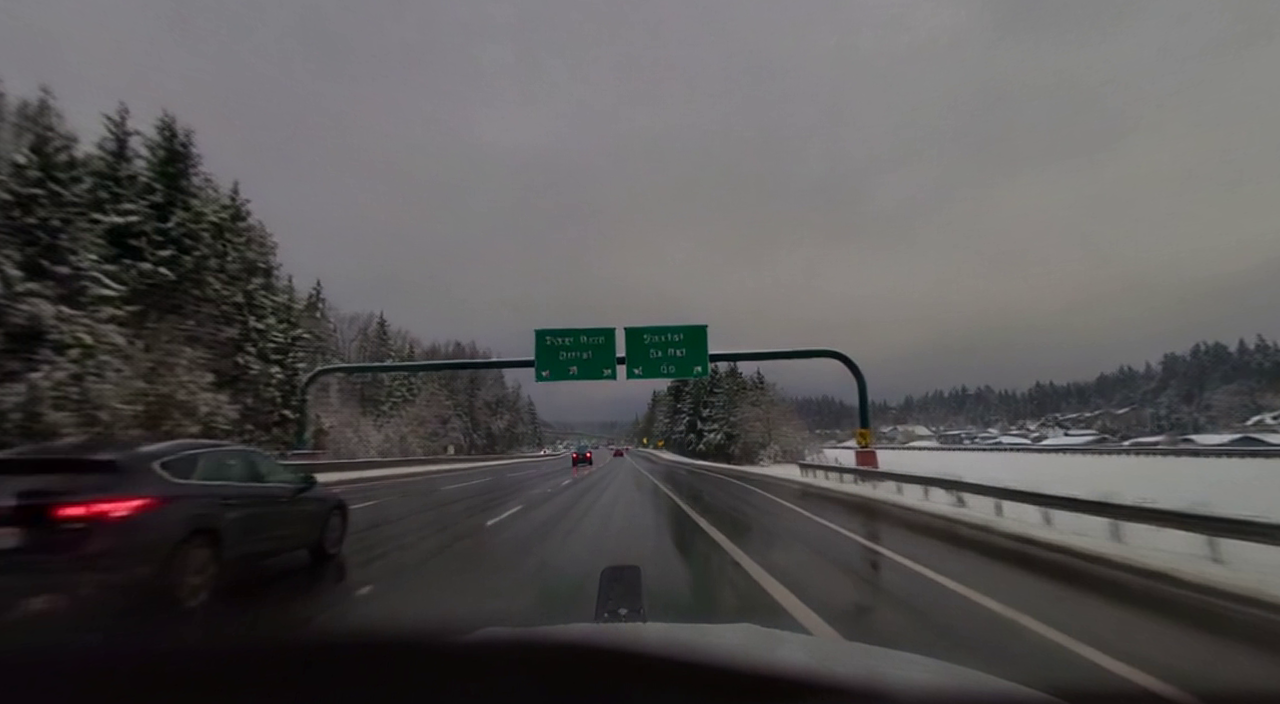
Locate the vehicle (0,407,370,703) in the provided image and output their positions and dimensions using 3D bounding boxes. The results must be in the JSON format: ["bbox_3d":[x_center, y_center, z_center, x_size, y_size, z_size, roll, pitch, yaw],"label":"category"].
[{"bbox_3d":[-4.263,1.360,5.068,2.065,1.551,4.889,0,-9,-1],"label":"vehicle"}]
